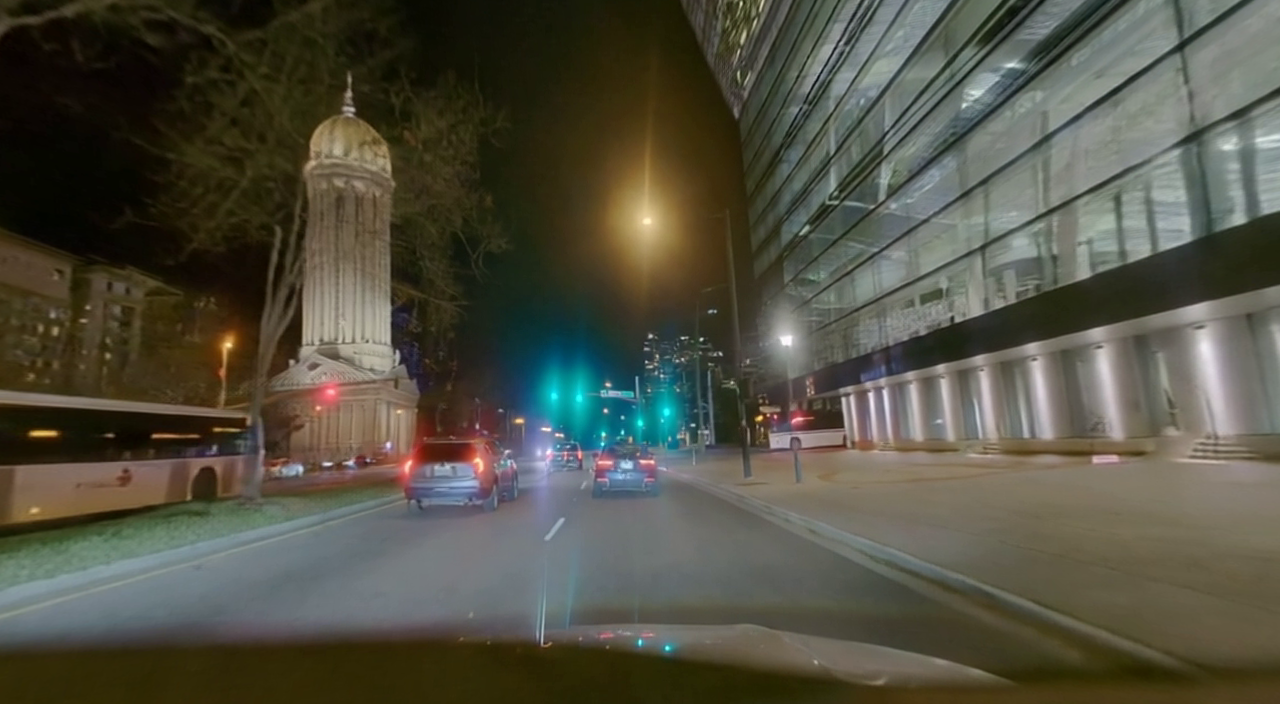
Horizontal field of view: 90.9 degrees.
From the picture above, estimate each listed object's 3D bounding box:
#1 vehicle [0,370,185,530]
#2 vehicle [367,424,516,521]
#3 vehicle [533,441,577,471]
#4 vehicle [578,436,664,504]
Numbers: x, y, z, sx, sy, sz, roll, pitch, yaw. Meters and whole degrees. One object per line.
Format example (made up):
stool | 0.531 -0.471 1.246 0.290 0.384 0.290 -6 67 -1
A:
vehicle | -14.928 2.095 13.522 3.063 3.298 9.918 0 -9 -1
vehicle | -3.772 2.357 12.736 1.848 1.641 3.686 0 -9 -1
vehicle | -4.572 5.631 34.353 1.961 1.517 4.202 1 -9 -2
vehicle | -0.507 2.932 16.024 1.933 1.504 3.802 1 -9 -3
